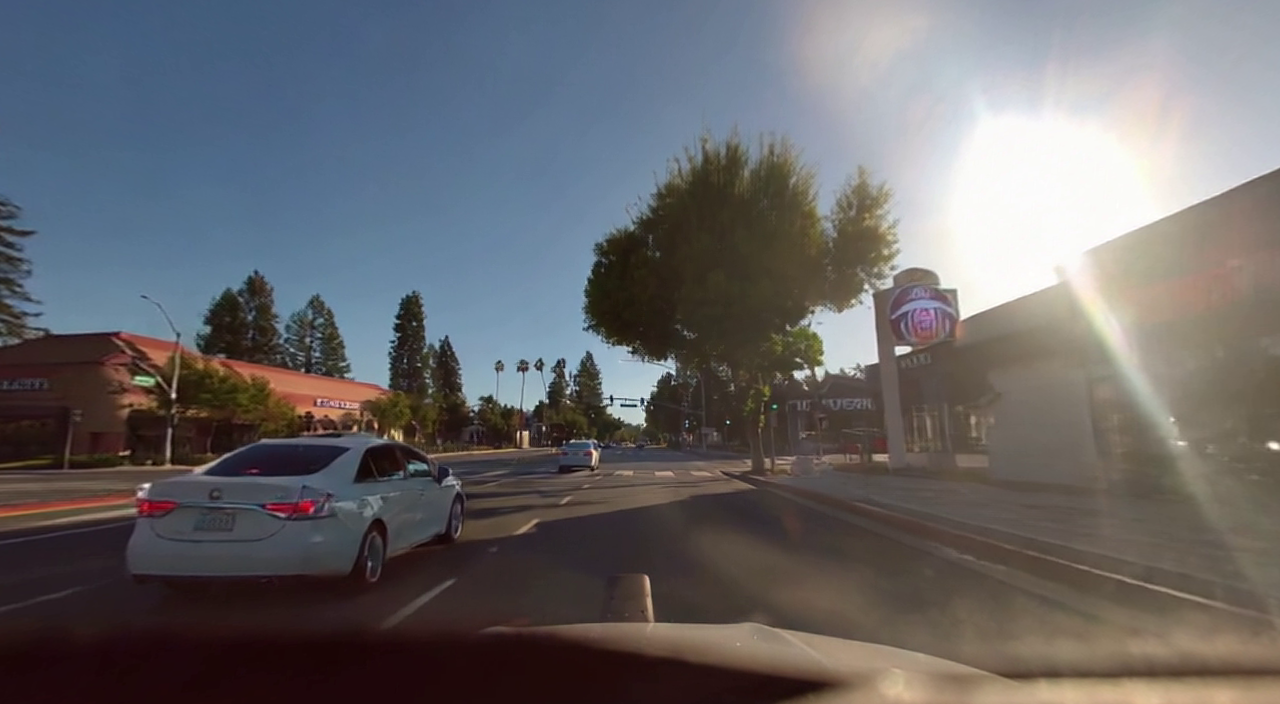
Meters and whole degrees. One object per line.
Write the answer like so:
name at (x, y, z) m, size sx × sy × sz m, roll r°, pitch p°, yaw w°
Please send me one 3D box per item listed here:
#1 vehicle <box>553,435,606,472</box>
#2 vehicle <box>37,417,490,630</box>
vehicle at (-2.904, 5.029, 31.307) m, size 2.109 × 1.692 × 4.220 m, roll 0°, pitch -8°, yaw 2°
vehicle at (-3.175, 1.528, 6.676) m, size 2.018 × 1.477 × 4.401 m, roll 0°, pitch -8°, yaw 1°
